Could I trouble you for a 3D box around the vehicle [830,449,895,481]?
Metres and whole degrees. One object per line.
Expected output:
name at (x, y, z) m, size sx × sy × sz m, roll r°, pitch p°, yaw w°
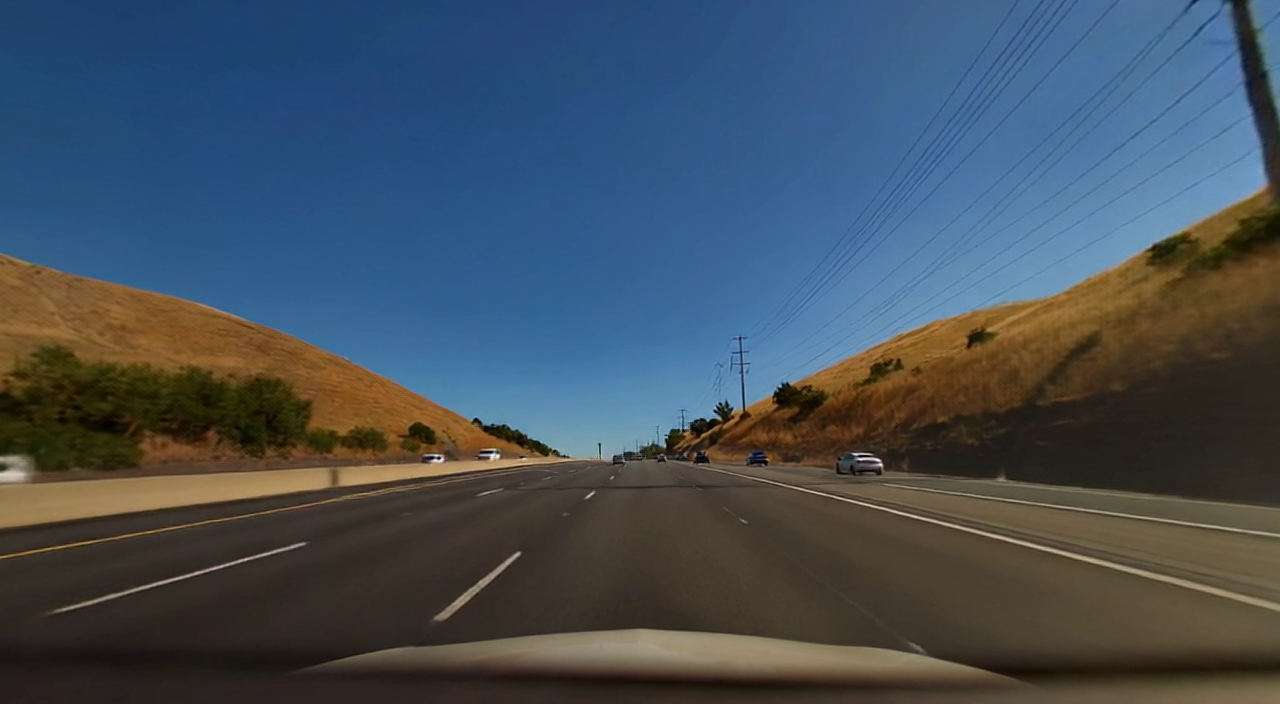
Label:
vehicle at (11.488, 5.826, 32.743) m, size 1.884 × 1.486 × 3.770 m, roll 0°, pitch -9°, yaw -2°
